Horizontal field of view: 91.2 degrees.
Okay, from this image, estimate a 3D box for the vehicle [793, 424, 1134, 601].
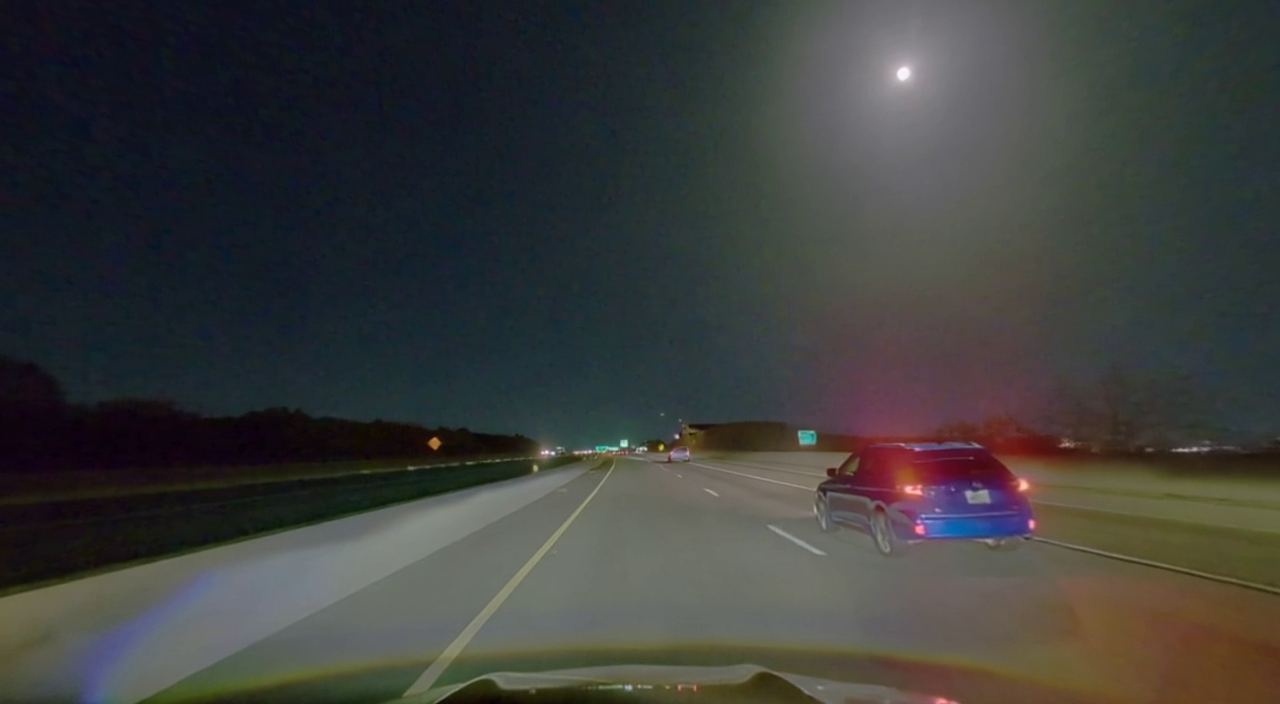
[{"bbox_3d":[3.527,1.820,7.995,2.002,1.604,4.265,0,-9,-1],"label":"vehicle"}]
